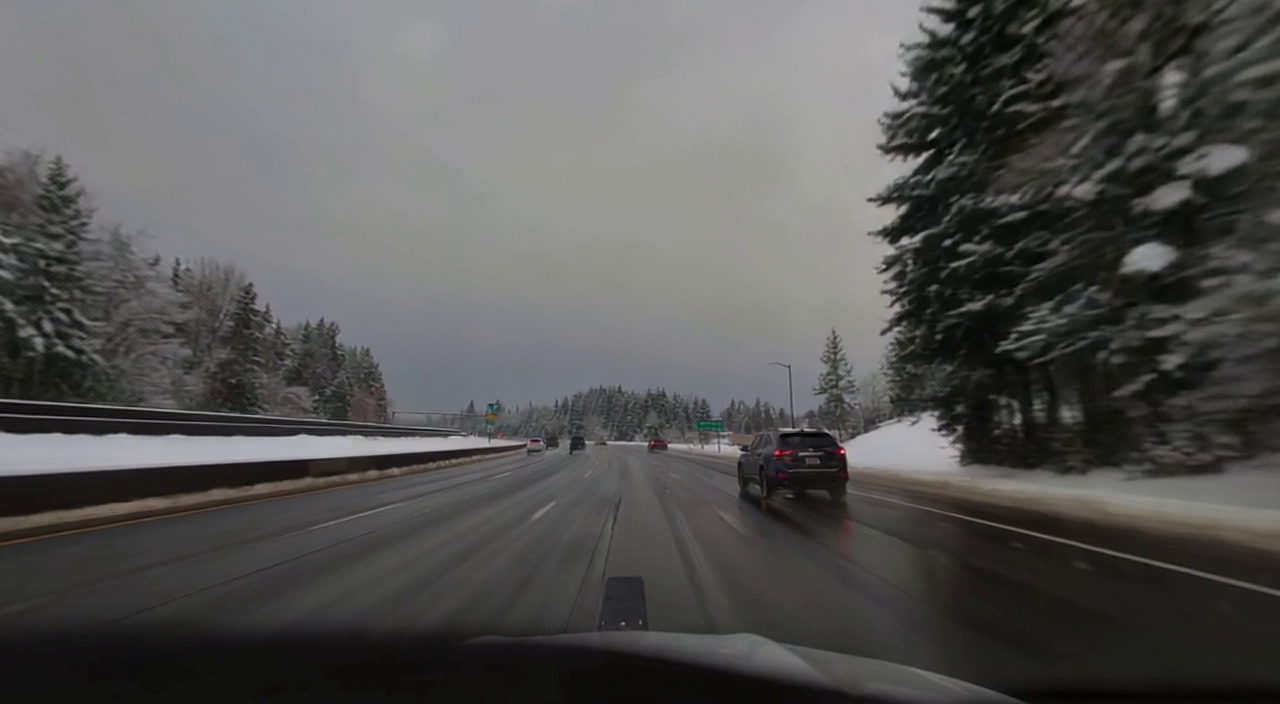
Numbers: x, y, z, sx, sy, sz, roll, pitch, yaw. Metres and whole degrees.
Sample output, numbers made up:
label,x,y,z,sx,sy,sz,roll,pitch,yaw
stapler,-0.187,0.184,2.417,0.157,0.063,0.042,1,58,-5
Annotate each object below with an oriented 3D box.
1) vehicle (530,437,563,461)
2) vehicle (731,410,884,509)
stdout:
label,x,y,z,sx,sy,sz,roll,pitch,yaw
vehicle,-6.623,6.903,45.013,2.064,1.645,4.286,0,-8,-5
vehicle,3.395,2.297,13.798,2.043,1.795,4.347,0,-8,-1
